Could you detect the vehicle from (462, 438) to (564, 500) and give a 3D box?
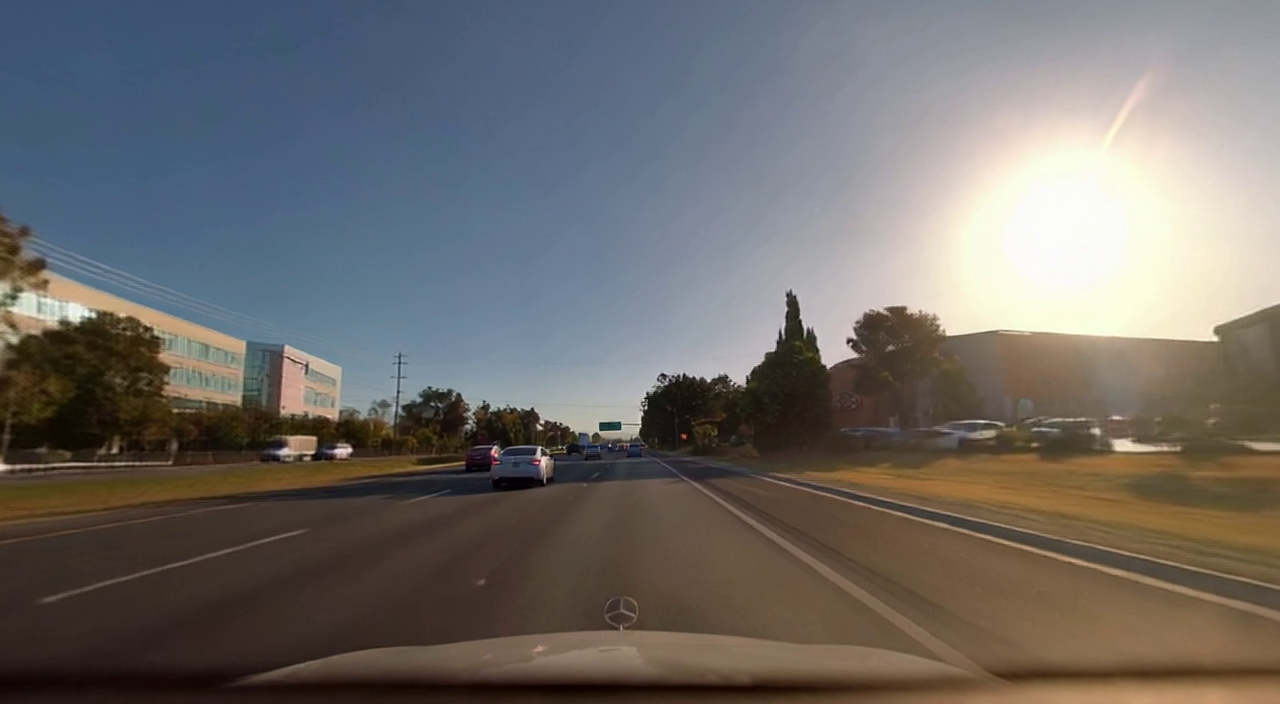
[{"bbox_3d":[-3.322,3.138,17.372,1.920,1.463,4.134,0,-8,0],"label":"vehicle"}]
